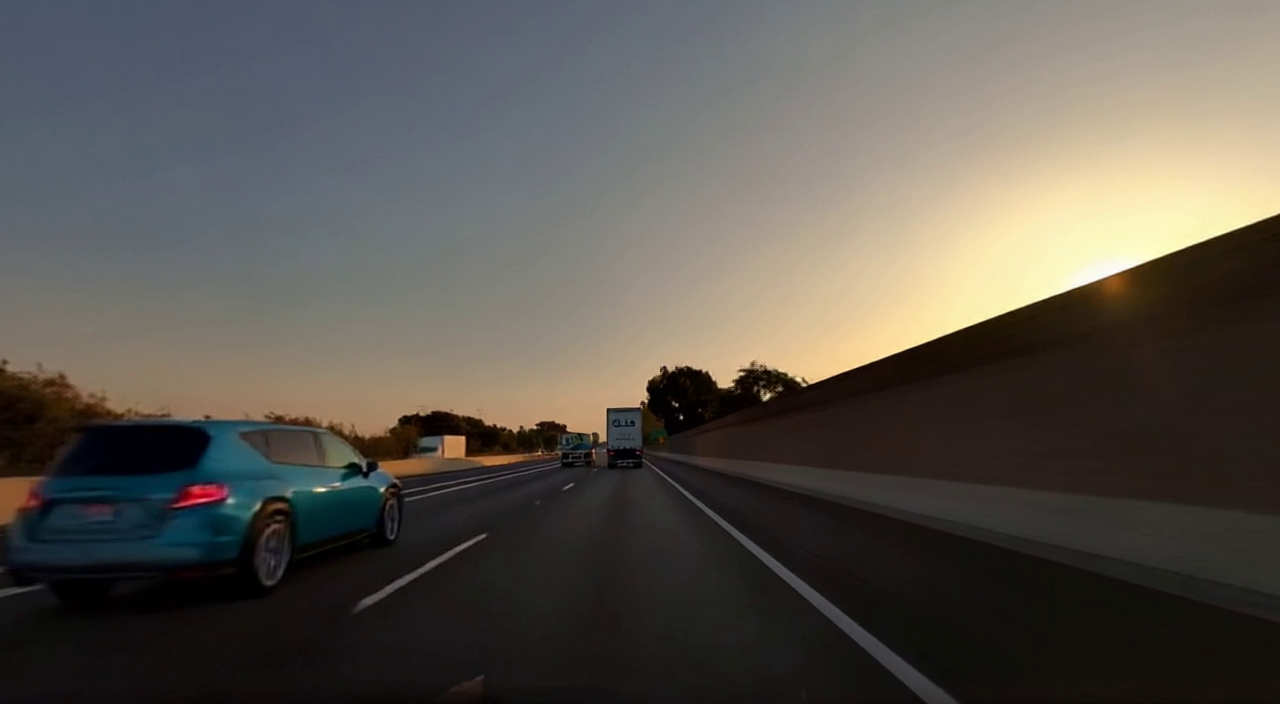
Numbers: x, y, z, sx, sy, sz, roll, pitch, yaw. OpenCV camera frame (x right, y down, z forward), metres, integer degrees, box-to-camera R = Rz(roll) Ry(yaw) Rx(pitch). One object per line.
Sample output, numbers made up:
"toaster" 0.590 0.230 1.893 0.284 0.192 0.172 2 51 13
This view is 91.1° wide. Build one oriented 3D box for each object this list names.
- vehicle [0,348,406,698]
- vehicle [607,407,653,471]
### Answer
"vehicle" -4.356 1.335 6.102 2.226 1.935 5.130 0 -9 -1
"vehicle" -0.753 6.288 44.983 2.923 4.007 9.760 0 -9 -1
